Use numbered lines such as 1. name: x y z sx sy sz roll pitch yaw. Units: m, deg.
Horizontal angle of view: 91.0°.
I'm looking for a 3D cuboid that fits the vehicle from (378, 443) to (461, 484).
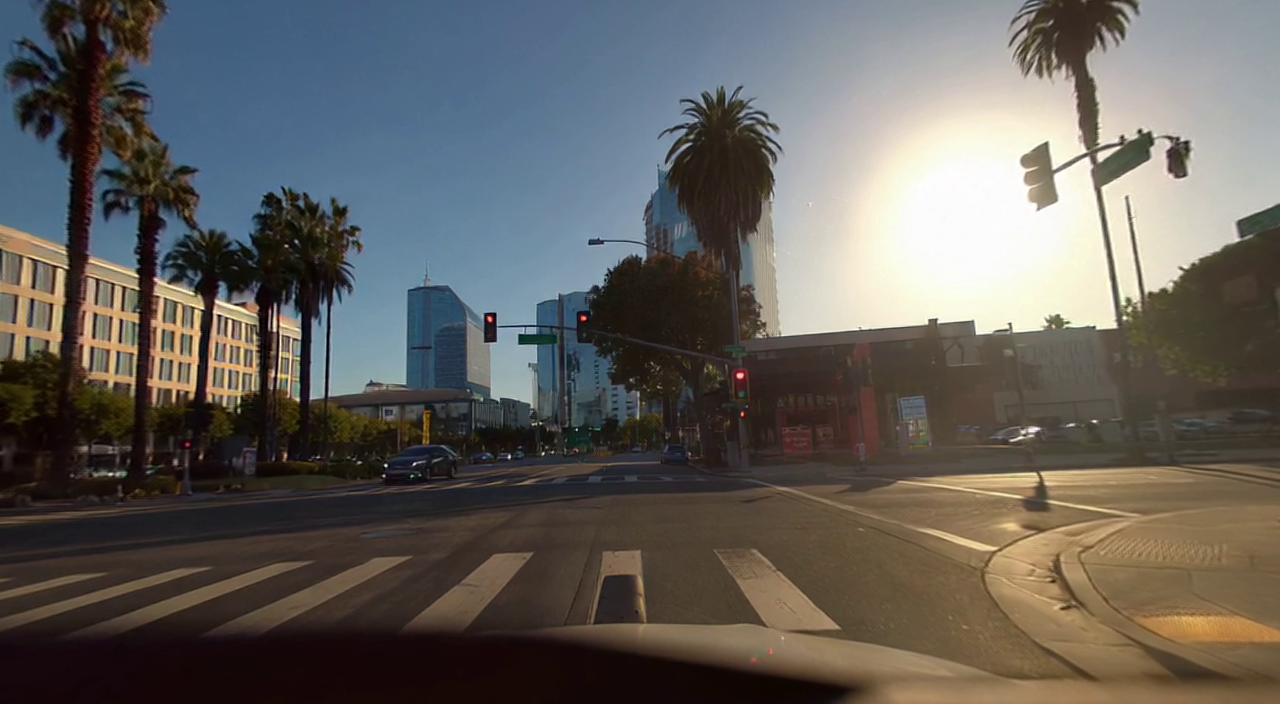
1. vehicle: -10.751 5.457 31.172 2.270 1.833 4.860 0 -9 1
